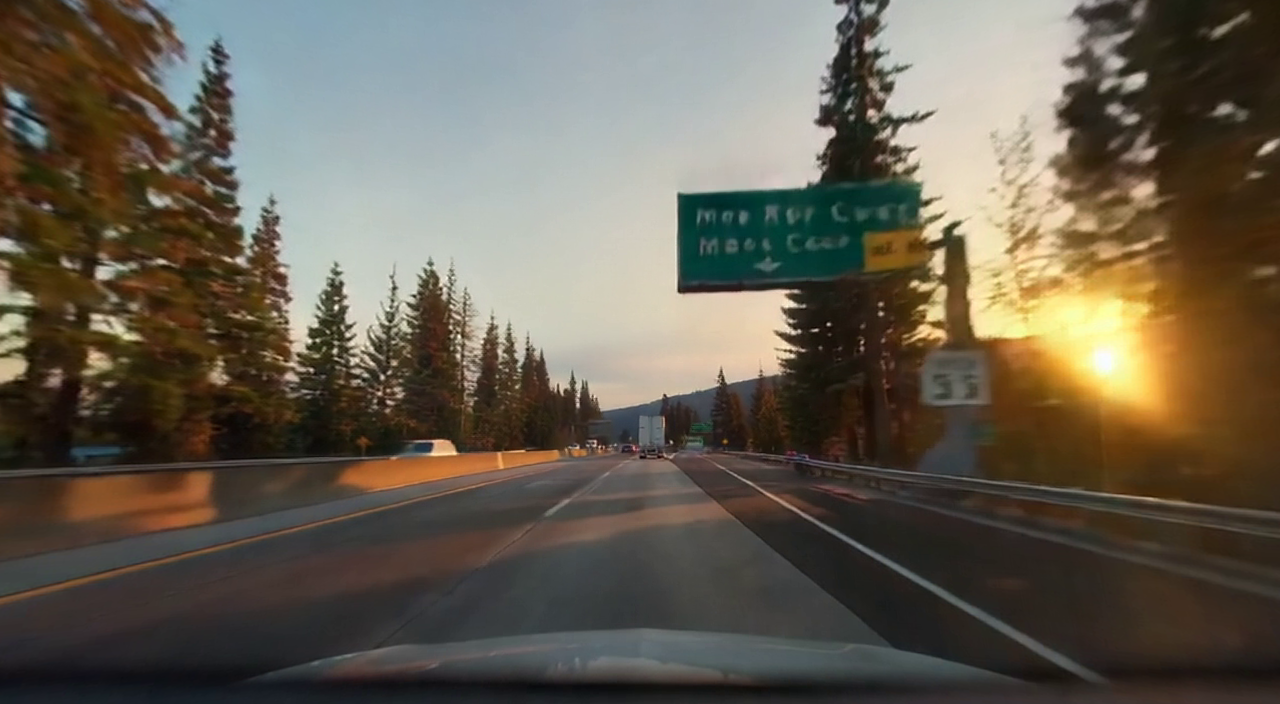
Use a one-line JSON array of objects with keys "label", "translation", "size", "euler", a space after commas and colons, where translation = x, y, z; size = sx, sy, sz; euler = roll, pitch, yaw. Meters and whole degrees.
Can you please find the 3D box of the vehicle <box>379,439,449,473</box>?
[{"label": "vehicle", "translation": [-11.313, 5.218, 31.921], "size": [1.959, 1.563, 4.426], "euler": [0, -8, 0]}]
